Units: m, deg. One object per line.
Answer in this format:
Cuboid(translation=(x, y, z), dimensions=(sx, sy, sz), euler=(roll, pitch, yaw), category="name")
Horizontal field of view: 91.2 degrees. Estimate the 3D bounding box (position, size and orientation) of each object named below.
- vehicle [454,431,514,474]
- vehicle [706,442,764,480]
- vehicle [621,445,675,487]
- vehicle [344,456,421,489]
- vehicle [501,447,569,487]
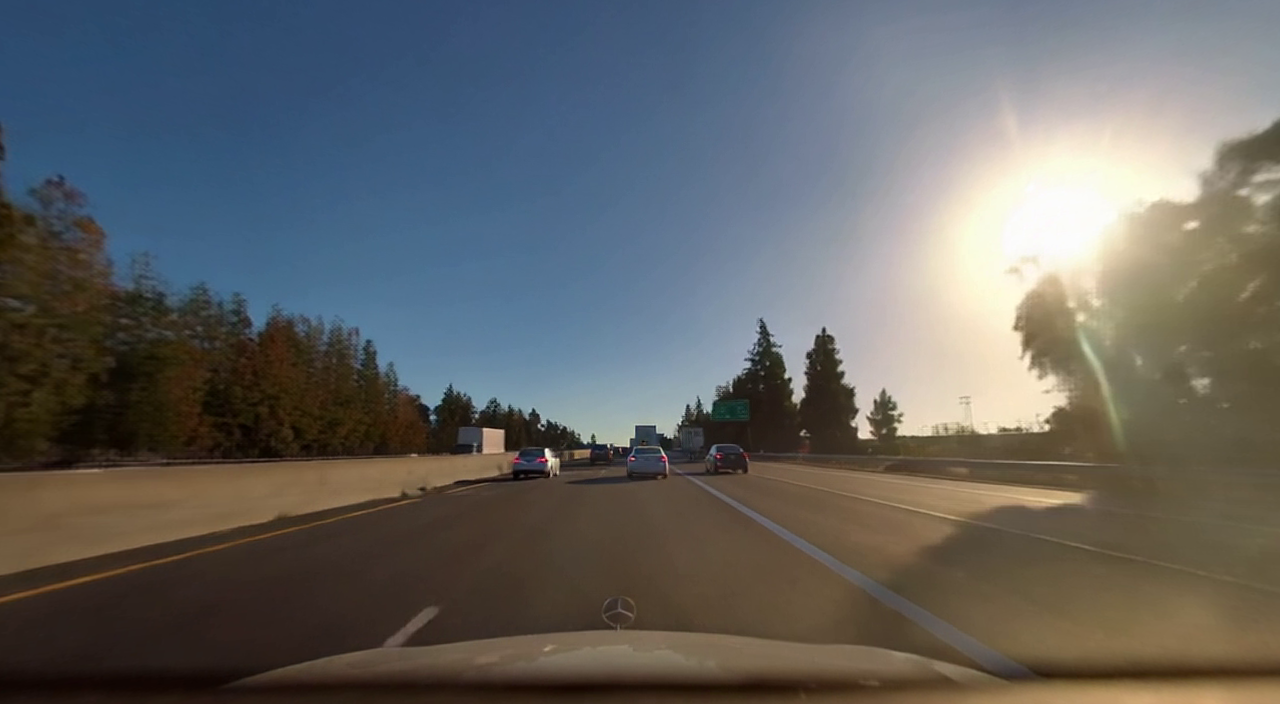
Cuboid(translation=(-12.176, 7.923, 49.692), dimensions=(2.653, 3.121, 6.846), euler=(-1, -9, 3), category="vehicle")
Cuboid(translation=(4.402, 5.113, 29.596), dimensions=(2.018, 1.639, 4.149), euler=(0, -9, -1), category="vehicle")
Cuboid(translation=(0.287, 4.604, 25.664), dimensions=(2.015, 1.526, 4.286), euler=(0, -9, 0), category="vehicle")
Cuboid(translation=(-12.695, 5.948, 31.232), dimensions=(1.923, 1.488, 4.501), euler=(0, -9, 1), category="vehicle")
Cuboid(translation=(-4.206, 4.689, 25.829), dimensions=(1.967, 1.473, 4.439), euler=(0, -9, 1), category="vehicle")
